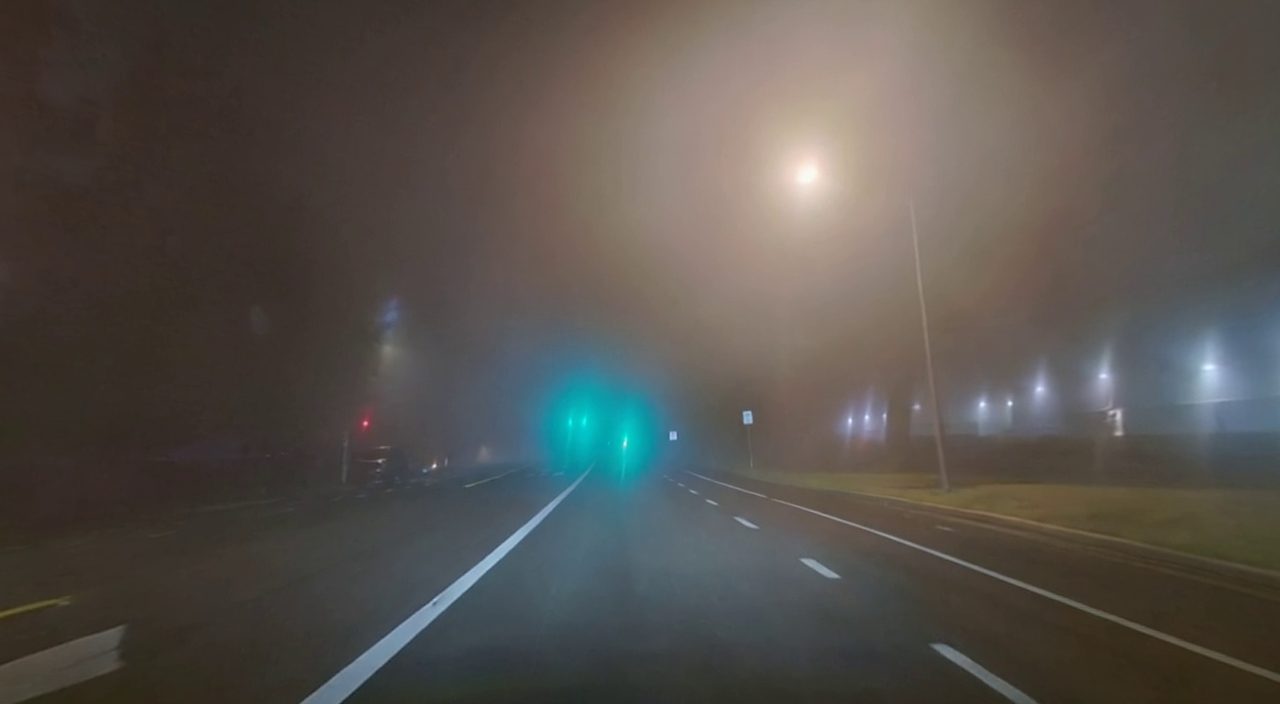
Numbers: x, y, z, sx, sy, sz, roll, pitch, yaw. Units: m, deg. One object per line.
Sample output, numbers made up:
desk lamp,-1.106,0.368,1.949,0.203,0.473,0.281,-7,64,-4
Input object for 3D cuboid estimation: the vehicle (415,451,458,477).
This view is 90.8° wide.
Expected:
vehicle,-15.102,8.344,47.112,2.090,1.680,4.434,-3,-9,-6

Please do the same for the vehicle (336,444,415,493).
vehicle,-13.776,6.024,33.296,2.314,2.144,5.403,-4,-7,-6

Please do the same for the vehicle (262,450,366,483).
vehicle,-20.160,7.085,39.218,5.168,1.886,2.283,-1,-8,1
